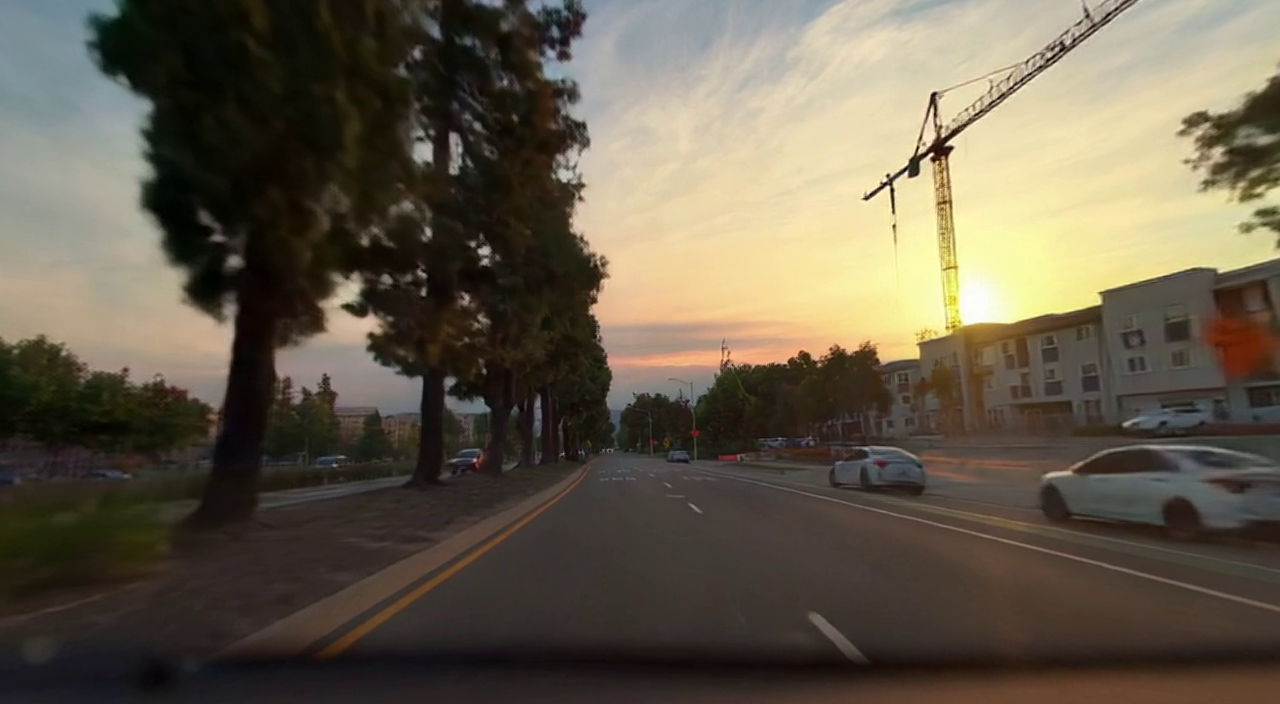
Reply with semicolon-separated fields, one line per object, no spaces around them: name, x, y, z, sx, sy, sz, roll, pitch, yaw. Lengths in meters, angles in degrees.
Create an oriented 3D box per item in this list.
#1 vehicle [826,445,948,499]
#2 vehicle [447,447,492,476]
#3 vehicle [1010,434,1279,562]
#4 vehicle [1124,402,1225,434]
vehicle;8.093;3.951;21.224;1.977;1.540;4.307;3;-9;-7
vehicle;-12.470;8.041;46.577;2.127;1.984;4.545;-1;-9;-1
vehicle;8.171;2.104;9.773;1.974;1.472;4.654;2;-9;-2
vehicle;32.561;4.093;38.661;1.829;1.713;4.519;-2;-8;-7
